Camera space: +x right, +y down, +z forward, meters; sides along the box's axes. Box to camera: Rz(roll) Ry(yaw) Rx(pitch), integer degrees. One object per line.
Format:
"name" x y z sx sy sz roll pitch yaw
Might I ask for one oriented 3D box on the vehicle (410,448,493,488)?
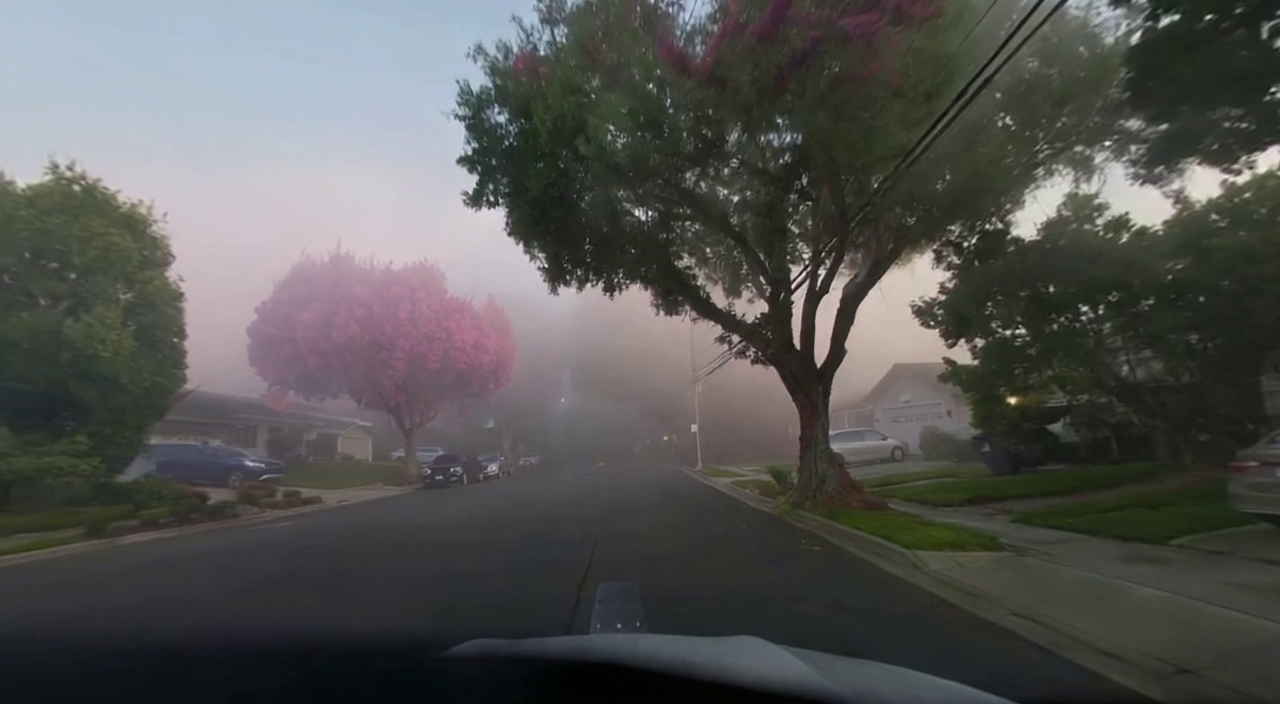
"vehicle" -7.741 4.806 26.467 2.034 1.493 4.524 0 -9 1

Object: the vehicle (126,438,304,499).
"vehicle" -14.383 3.956 21.616 4.538 1.687 1.955 4 -9 -1

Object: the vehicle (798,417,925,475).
"vehicle" 8.486 3.649 24.493 4.025 1.738 1.920 -6 -9 -1
